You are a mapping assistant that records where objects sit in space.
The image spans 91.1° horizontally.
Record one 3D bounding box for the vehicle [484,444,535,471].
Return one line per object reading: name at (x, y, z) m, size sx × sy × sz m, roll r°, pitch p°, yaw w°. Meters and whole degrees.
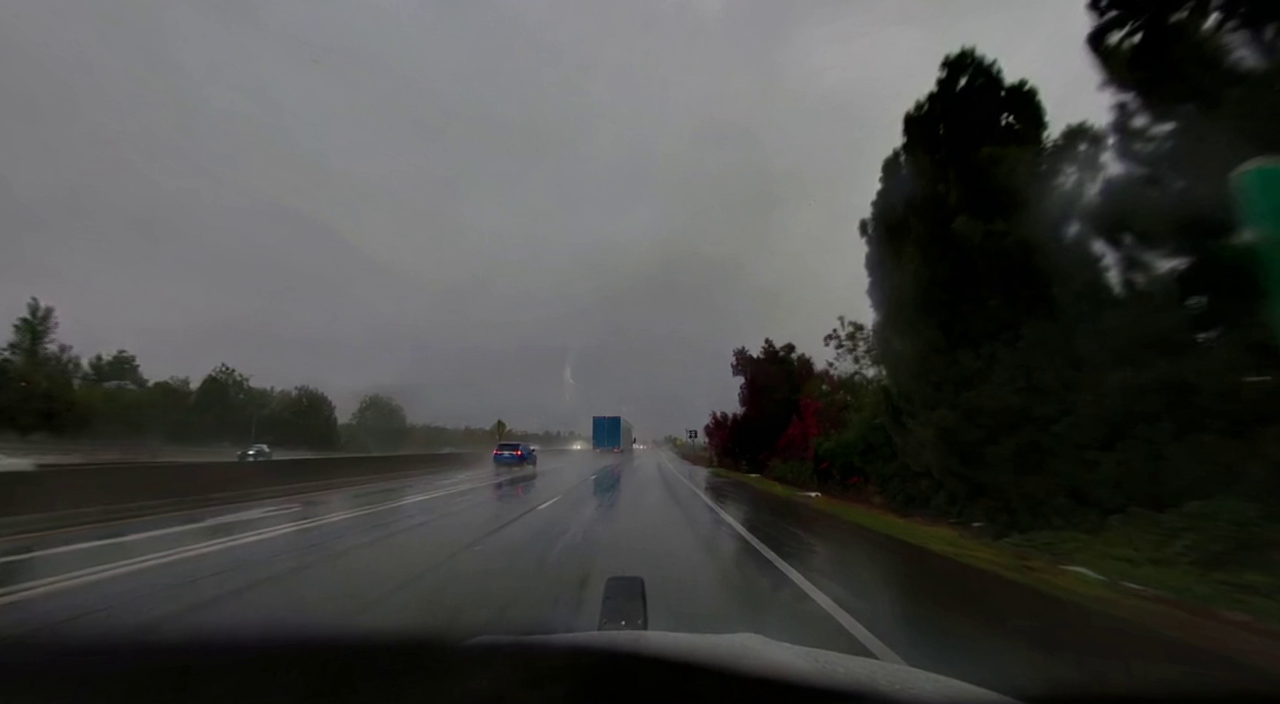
vehicle at (-7.577, 6.137, 36.936) m, size 1.901 × 1.467 × 4.629 m, roll 0°, pitch -8°, yaw 2°
